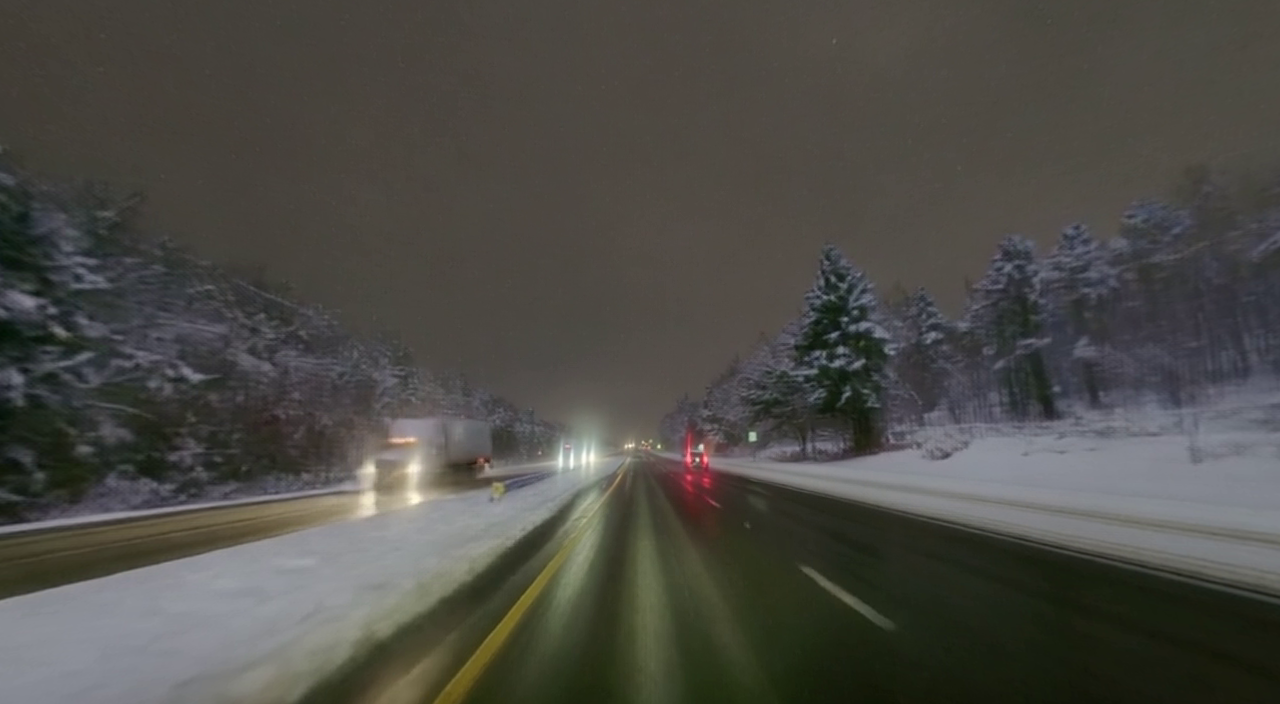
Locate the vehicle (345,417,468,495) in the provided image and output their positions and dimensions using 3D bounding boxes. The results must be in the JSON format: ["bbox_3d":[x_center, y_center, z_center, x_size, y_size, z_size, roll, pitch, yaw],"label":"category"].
[{"bbox_3d":[-12.242,5.610,34.332,2.922,3.619,9.476,0,-9,1],"label":"vehicle"}]

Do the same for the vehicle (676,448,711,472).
[{"bbox_3d":[3.712,7.605,44.528,2.013,1.584,3.995,0,-9,-1],"label":"vehicle"}]
